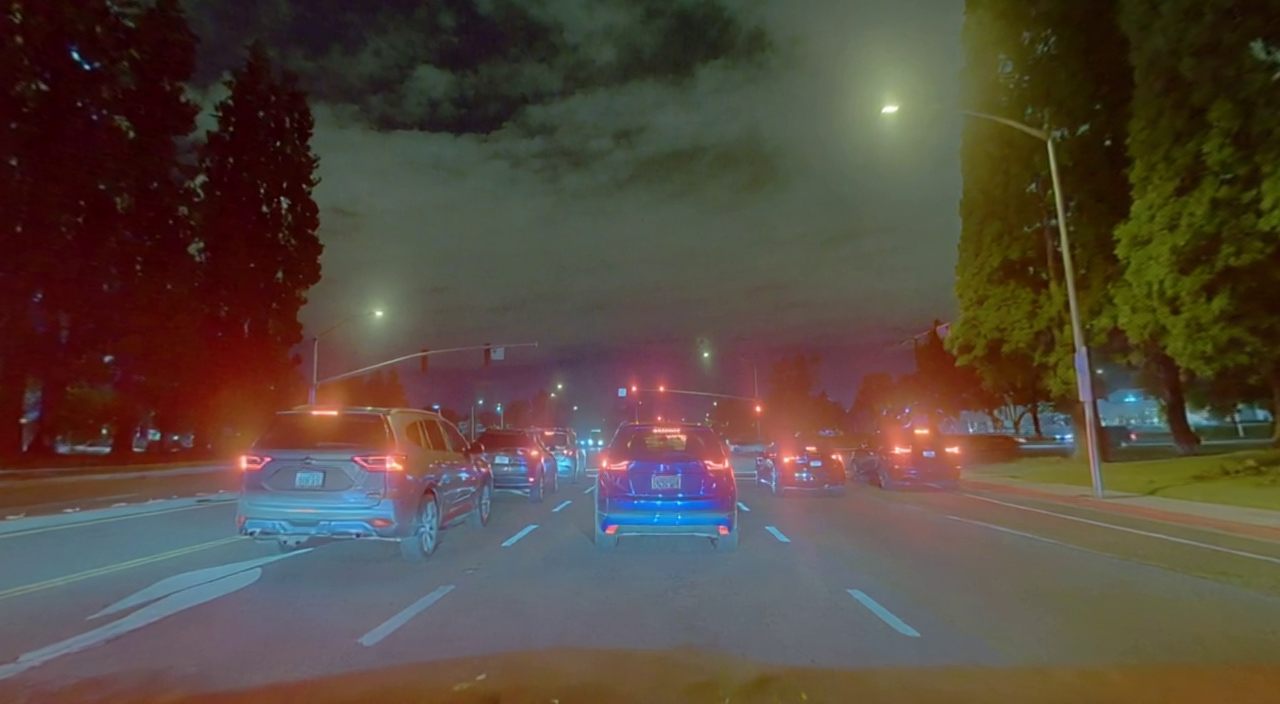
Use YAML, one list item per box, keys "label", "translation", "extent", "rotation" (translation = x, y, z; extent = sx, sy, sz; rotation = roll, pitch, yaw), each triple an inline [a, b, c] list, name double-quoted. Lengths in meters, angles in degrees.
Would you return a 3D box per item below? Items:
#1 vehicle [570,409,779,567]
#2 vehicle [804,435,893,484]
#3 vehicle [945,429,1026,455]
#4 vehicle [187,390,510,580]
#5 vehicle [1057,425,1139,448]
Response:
- label: "vehicle"
  translation: [0.386, 1.746, 8.774]
  extent: [2.189, 1.649, 4.171]
  rotation: [0, -8, 1]
- label: "vehicle"
  translation: [7.449, 3.861, 22.972]
  extent: [2.067, 1.599, 4.251]
  rotation: [-1, -8, 5]
- label: "vehicle"
  translation: [23.293, 6.090, 42.652]
  extent: [4.629, 1.687, 1.824]
  rotation: [-4, -9, 24]
- label: "vehicle"
  translation: [-3.254, 1.595, 8.283]
  extent: [2.085, 1.812, 4.388]
  rotation: [0, -8, 0]
- label: "vehicle"
  translation: [33.450, 6.248, 46.143]
  extent: [4.632, 1.580, 1.801]
  rotation: [-5, -10, 30]
